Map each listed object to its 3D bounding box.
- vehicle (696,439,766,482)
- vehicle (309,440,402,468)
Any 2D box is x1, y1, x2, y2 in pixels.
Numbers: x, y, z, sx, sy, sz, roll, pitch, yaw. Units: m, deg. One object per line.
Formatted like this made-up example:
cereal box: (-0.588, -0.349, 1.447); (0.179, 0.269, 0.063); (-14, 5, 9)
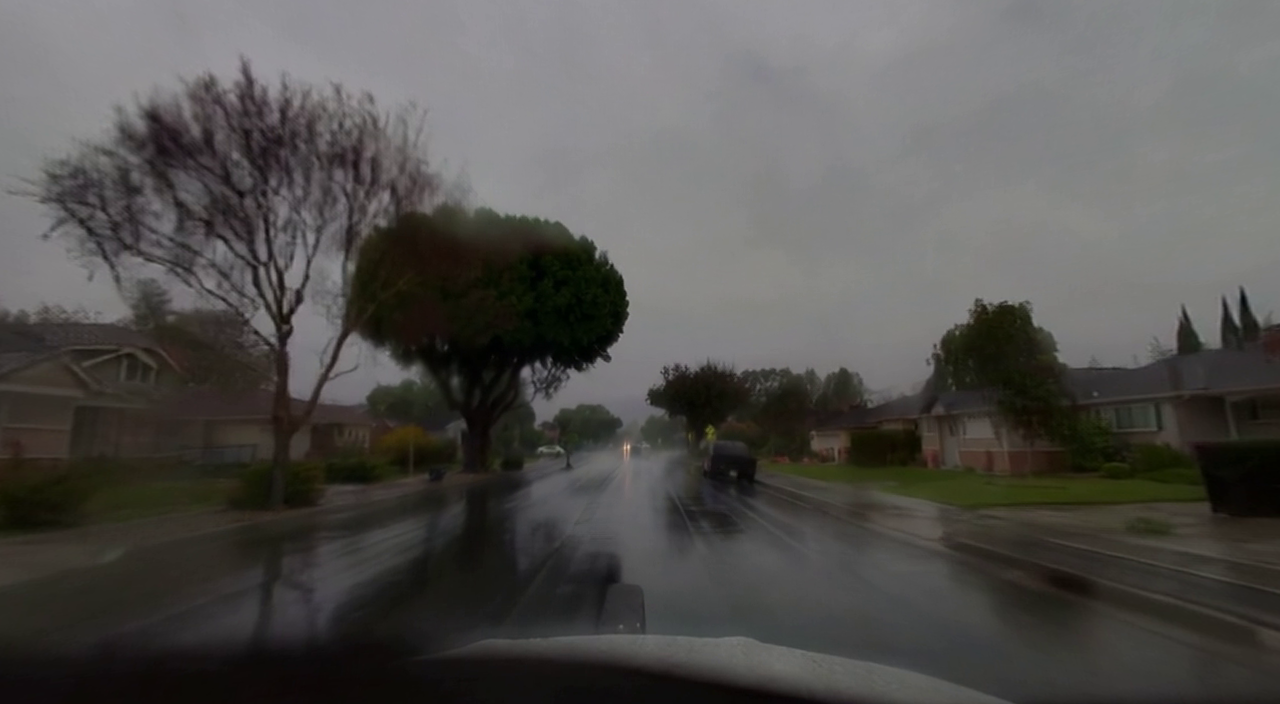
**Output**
vehicle: (3.668, 4.489, 26.445); (2.136, 1.596, 4.790); (0, -9, -1)
vehicle: (-17.115, 6.166, 38.170); (4.607, 1.573, 2.058); (0, -8, -5)
